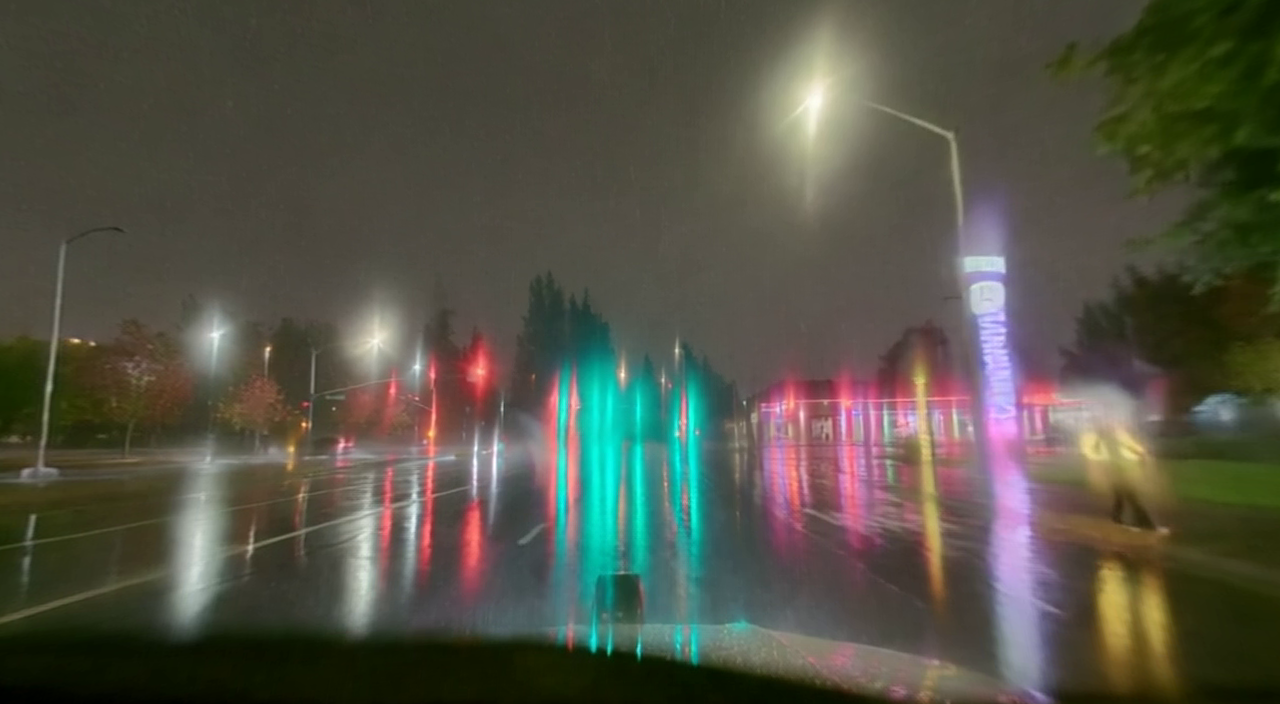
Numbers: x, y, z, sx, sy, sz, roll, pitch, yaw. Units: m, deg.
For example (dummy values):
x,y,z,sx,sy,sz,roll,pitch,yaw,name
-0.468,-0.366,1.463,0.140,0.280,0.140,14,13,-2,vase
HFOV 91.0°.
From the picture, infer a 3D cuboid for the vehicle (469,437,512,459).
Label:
x,y,z,sx,sy,sz,roll,pitch,yaw,name
-10.783,7.007,45.848,1.924,1.502,4.727,0,-9,1,vehicle
